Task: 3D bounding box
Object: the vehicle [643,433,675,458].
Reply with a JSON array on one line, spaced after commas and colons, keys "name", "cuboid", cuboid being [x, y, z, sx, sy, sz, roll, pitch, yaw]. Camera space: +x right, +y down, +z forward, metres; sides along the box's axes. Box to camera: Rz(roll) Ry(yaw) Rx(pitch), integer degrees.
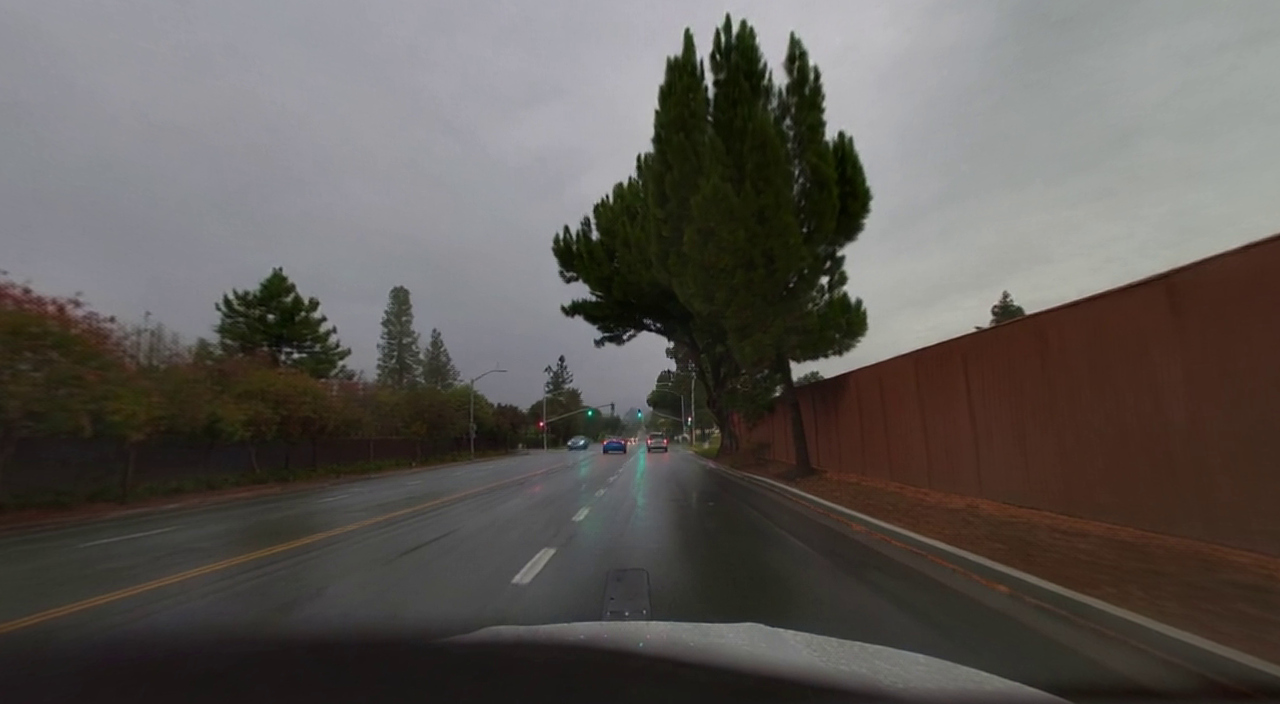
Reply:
[{"name": "vehicle", "cuboid": [1.320, 6.668, 44.956, 2.127, 1.665, 3.993, 0, -8, 1]}]
